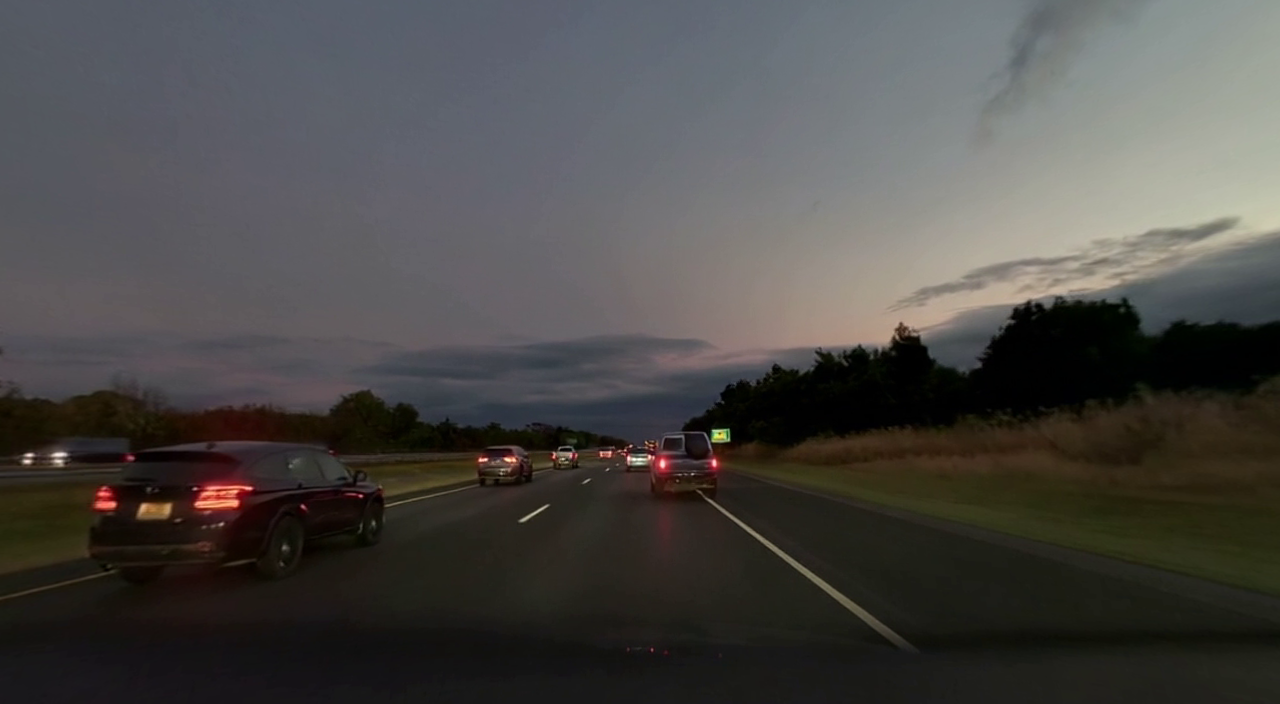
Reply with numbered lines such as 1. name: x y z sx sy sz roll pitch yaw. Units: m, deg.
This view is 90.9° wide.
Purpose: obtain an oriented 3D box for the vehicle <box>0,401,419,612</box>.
1. vehicle: -4.228 1.514 7.009 2.034 1.642 3.969 0 -9 1

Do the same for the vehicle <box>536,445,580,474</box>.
1. vehicle: -4.443 5.861 34.573 1.867 1.489 3.829 0 -9 1

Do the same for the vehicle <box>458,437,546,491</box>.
1. vehicle: -4.578 3.767 21.528 1.934 1.642 4.201 0 -9 2

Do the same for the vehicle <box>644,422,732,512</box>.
1. vehicle: 1.041 2.771 15.584 1.825 1.920 3.960 0 -9 0
